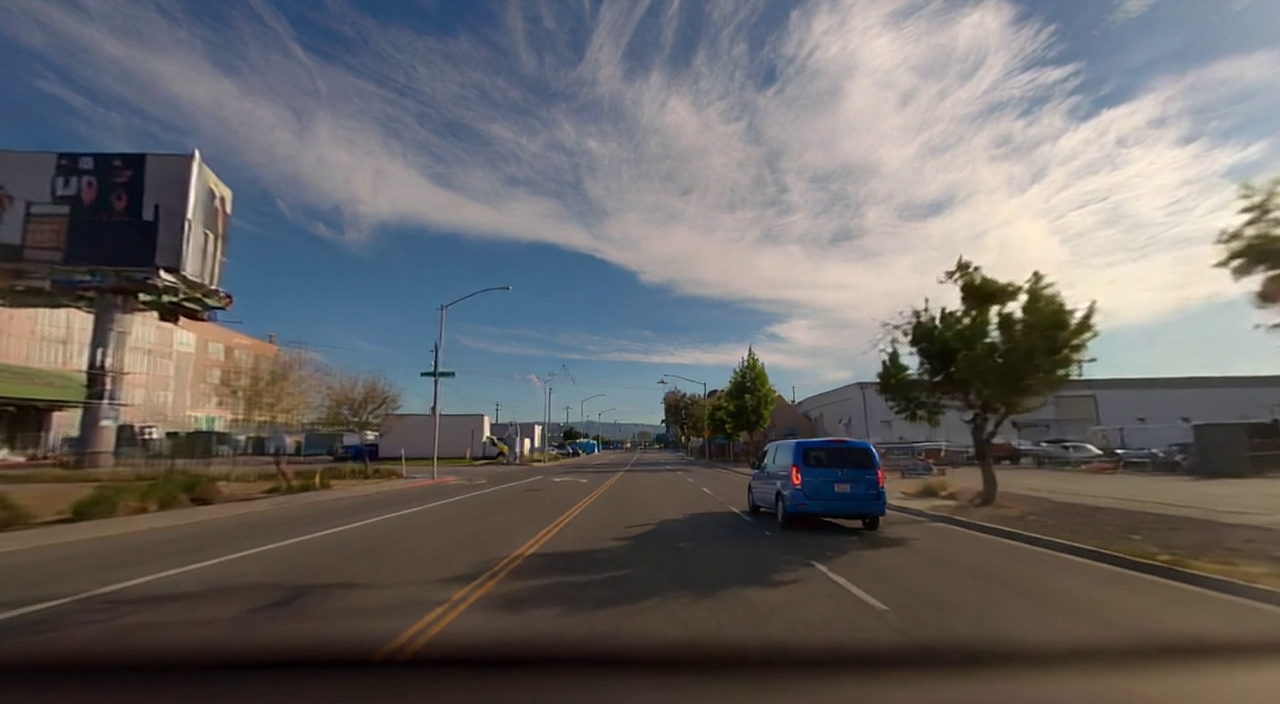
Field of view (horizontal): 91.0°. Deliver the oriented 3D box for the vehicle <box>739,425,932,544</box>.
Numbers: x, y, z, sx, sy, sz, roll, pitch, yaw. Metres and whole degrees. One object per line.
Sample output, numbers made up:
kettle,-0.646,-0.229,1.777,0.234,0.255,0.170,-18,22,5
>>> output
vehicle,3.435,2.441,12.313,2.202,1.822,4.826,0,-9,0
